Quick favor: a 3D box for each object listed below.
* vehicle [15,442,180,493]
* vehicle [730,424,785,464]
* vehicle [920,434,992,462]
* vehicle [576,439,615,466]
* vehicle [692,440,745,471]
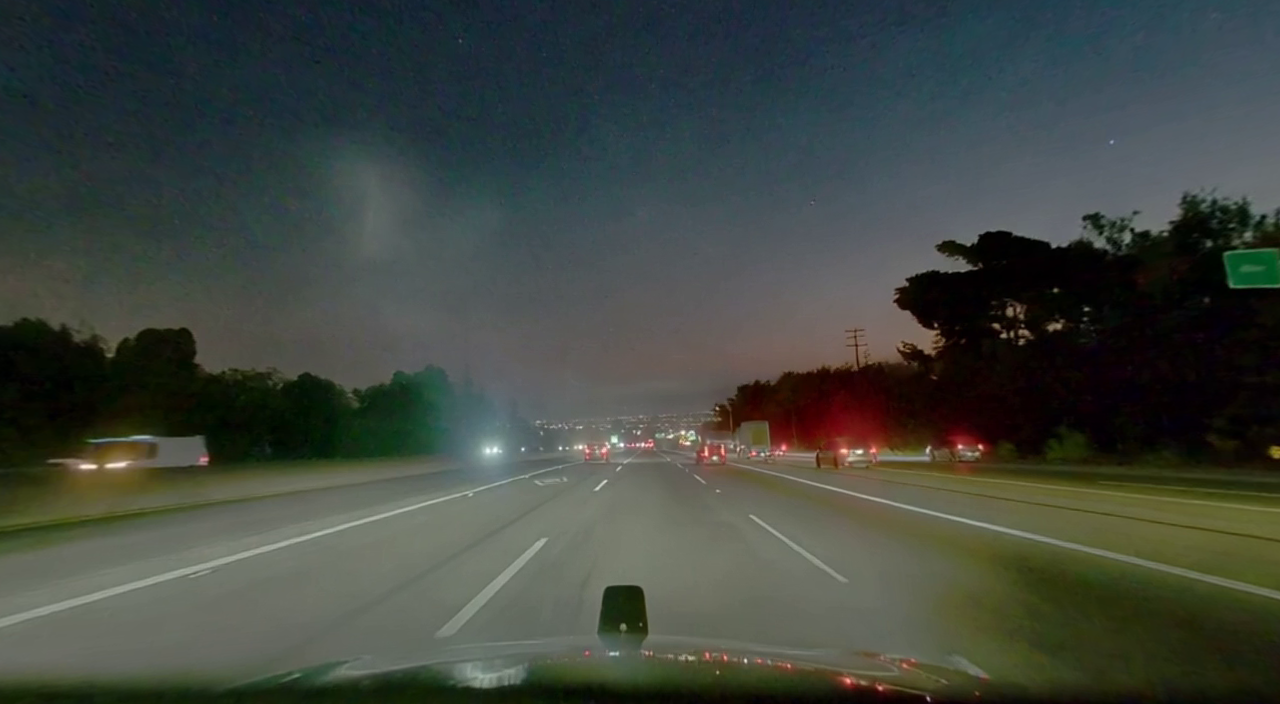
[{"bbox_3d":[-23.298,4.945,27.502,2.308,1.943,5.444,0,-9,1],"label":"vehicle"},{"bbox_3d":[8.109,6.436,44.139,2.729,2.628,4.875,0,-9,-2],"label":"vehicle"},{"bbox_3d":[23.934,7.301,48.064,2.221,1.995,5.803,0,-9,-3],"label":"vehicle"},{"bbox_3d":[-2.727,6.253,39.333,2.060,1.587,4.093,0,-9,1],"label":"vehicle"},{"bbox_3d":[3.944,5.303,32.536,2.080,1.493,4.674,0,-9,0],"label":"vehicle"}]
